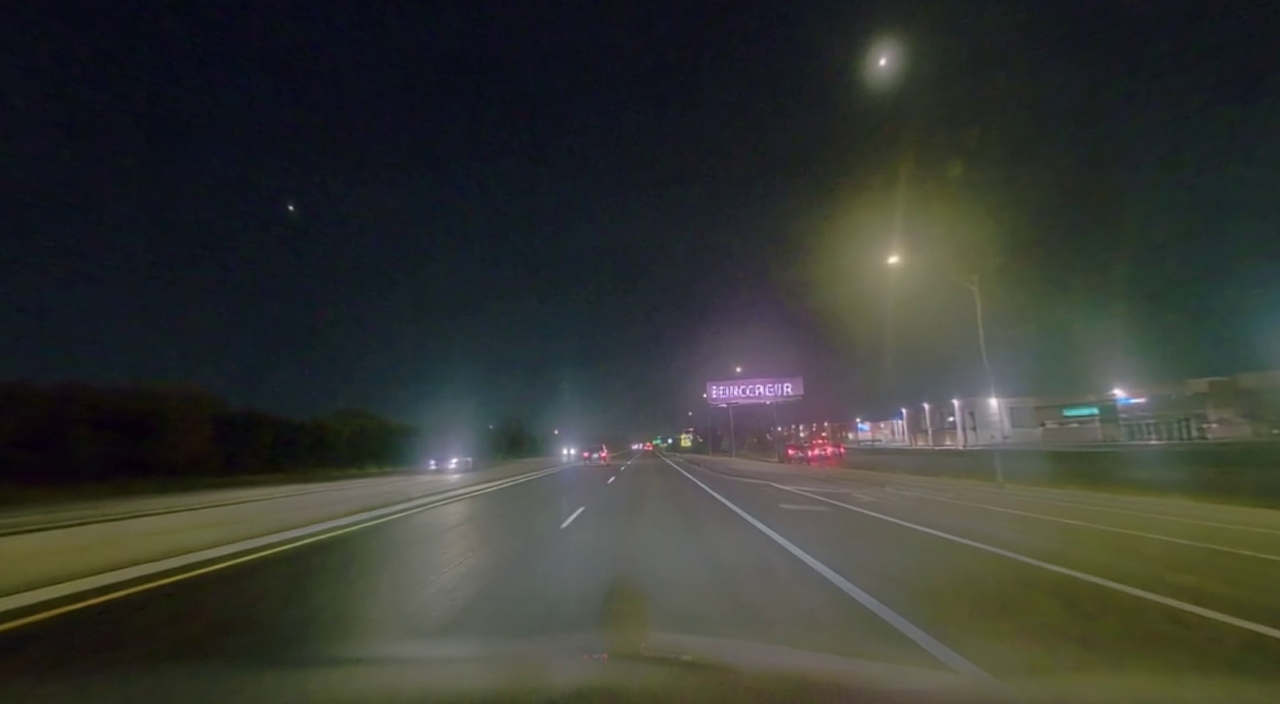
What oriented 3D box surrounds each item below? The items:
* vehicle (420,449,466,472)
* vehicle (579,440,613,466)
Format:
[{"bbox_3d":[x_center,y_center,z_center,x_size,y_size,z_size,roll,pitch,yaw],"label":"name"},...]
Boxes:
[{"bbox_3d":[-13.082,7.182,42.050,1.799,1.442,3.664,0,-8,1],"label":"vehicle"},{"bbox_3d":[-3.227,7.573,47.347,2.159,1.793,5.027,-1,-8,1],"label":"vehicle"}]
